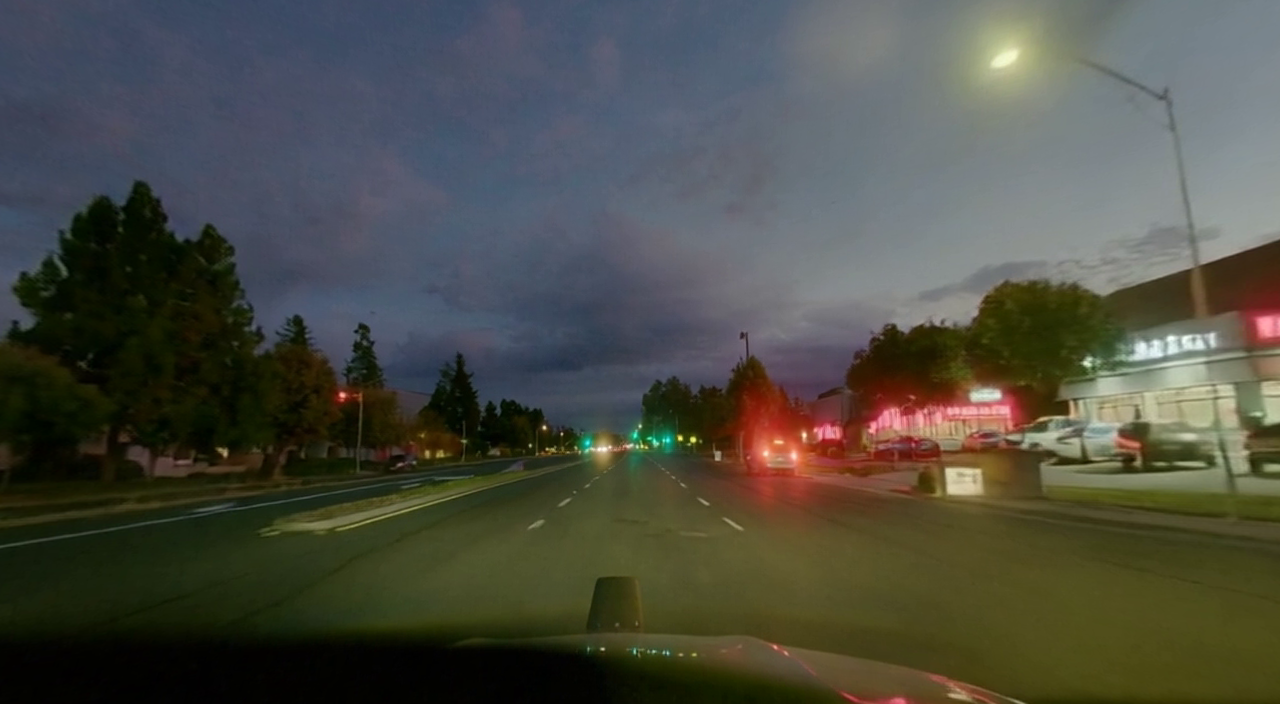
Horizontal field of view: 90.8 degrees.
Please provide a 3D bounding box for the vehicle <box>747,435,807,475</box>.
[{"bbox_3d":[7.009,5.313,32.816,1.954,1.907,4.736,0,-9,-1],"label":"vehicle"}]

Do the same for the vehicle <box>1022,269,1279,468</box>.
[{"bbox_3d":[22.901,0.470,21.366,16.415,6.611,1.394,-5,-10,25],"label":"vehicle"}]

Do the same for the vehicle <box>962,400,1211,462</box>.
[{"bbox_3d":[14.428,2.648,20.481,6.592,1.676,4.007,5,-10,-29],"label":"vehicle"}]

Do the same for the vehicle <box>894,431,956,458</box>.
[{"bbox_3d":[14.451,4.677,31.963,3.386,1.301,0.852,4,-10,-27],"label":"vehicle"}]
